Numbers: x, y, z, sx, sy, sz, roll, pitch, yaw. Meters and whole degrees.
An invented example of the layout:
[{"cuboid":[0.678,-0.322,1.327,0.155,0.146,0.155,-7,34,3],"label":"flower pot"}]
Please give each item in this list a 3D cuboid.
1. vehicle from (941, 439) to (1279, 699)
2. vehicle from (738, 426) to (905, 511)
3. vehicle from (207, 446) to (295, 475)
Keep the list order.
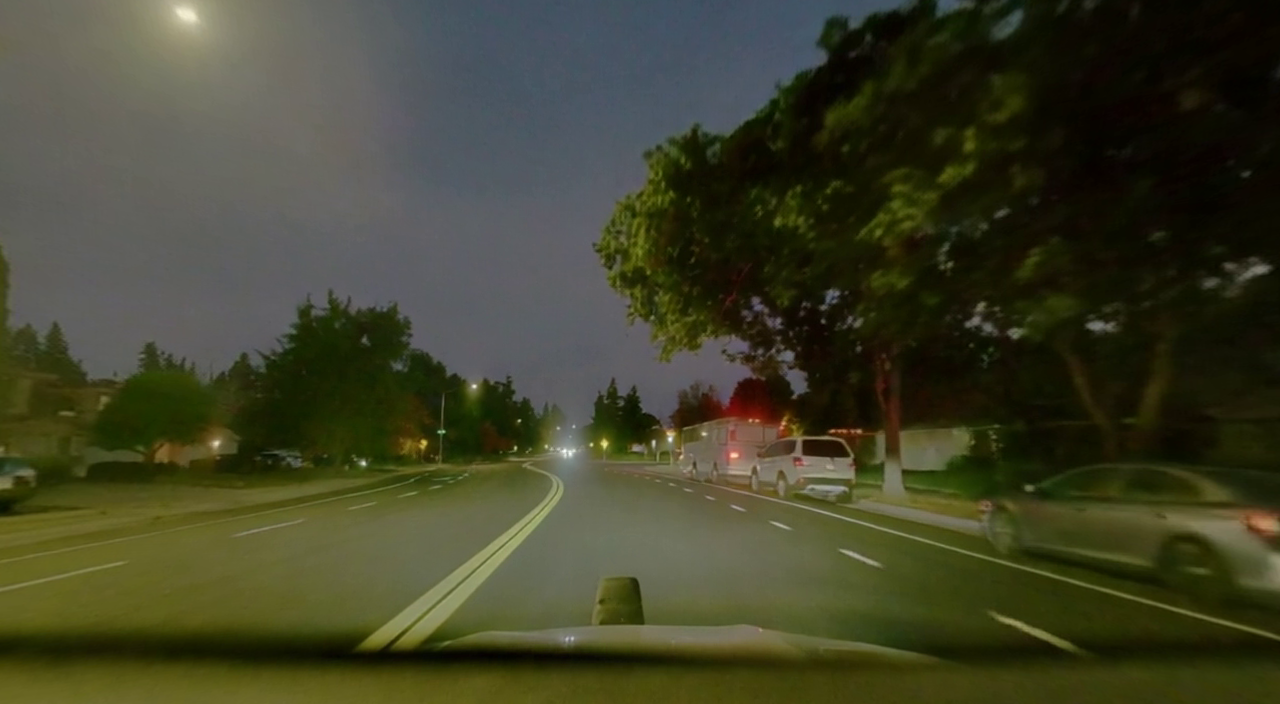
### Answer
[{"cuboid":[5.405,1.610,5.497,2.713,1.671,4.939,1,-8,-7],"label":"vehicle"},{"cuboid":[5.089,3.428,19.248,2.670,2.085,6.775,1,-9,-4],"label":"vehicle"},{"cuboid":[-28.309,7.890,46.136,4.975,1.847,2.096,0,-8,-16],"label":"vehicle"}]
